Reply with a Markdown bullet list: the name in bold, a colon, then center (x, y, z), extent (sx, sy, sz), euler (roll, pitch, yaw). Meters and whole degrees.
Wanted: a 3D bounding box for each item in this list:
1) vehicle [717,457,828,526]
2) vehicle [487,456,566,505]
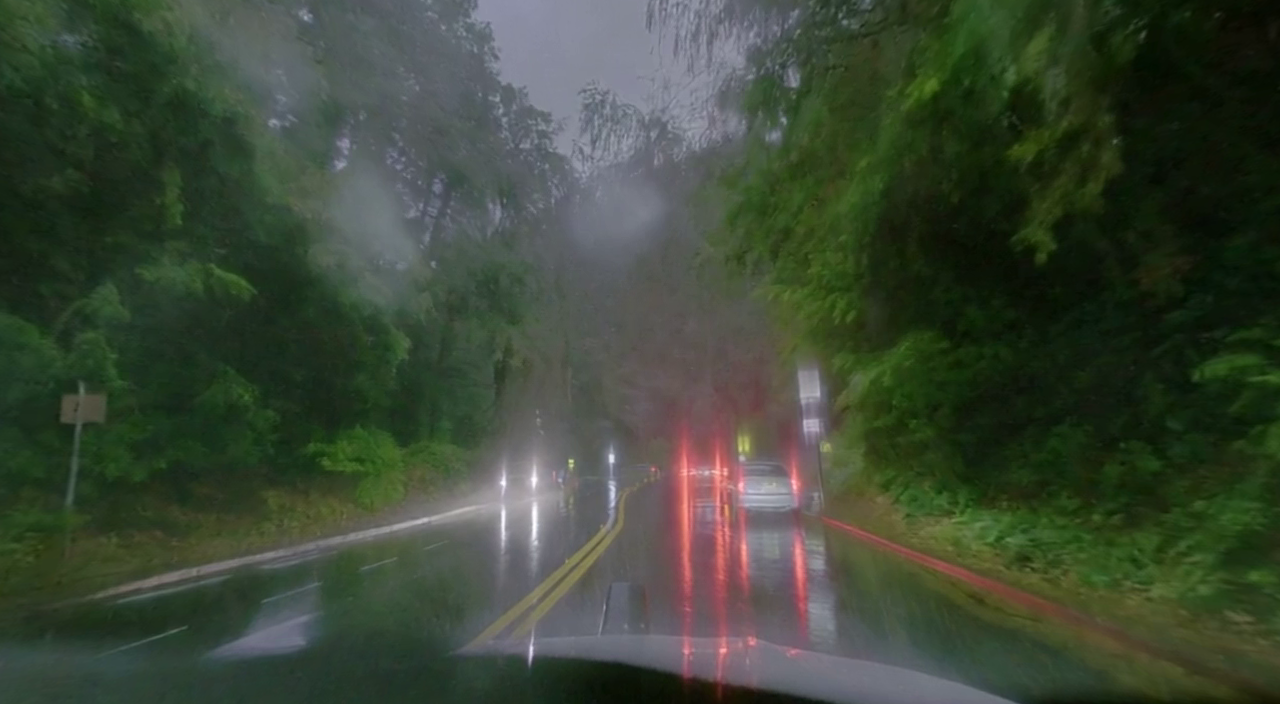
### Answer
- **vehicle**: center (3.246, 3.517, 16.431), extent (2.033, 1.424, 4.560), euler (-1, -9, 2)
- **vehicle**: center (-5.630, 6.520, 32.178), extent (2.583, 2.167, 5.667), euler (-3, -11, 4)
